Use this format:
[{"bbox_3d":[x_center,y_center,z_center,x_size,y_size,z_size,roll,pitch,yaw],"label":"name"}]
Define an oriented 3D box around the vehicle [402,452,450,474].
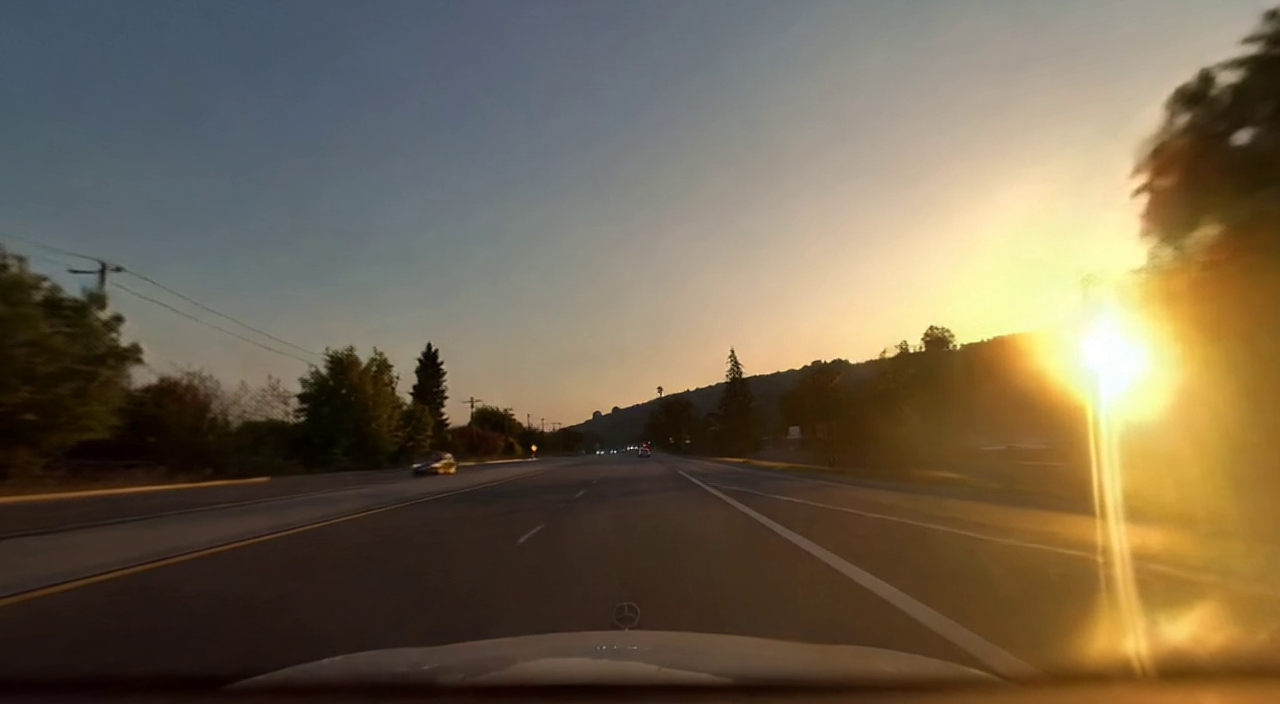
[{"bbox_3d":[-16.086,8.342,47.665,1.879,1.491,4.801,0,-9,1],"label":"vehicle"}]
